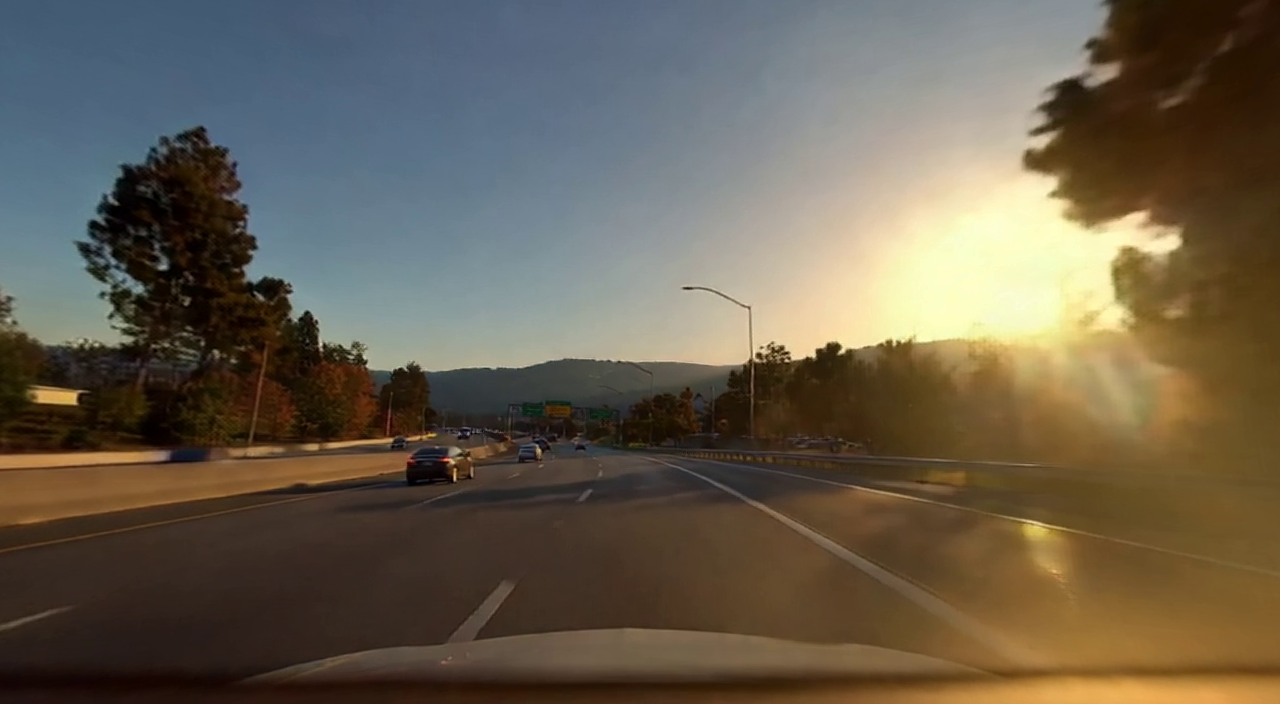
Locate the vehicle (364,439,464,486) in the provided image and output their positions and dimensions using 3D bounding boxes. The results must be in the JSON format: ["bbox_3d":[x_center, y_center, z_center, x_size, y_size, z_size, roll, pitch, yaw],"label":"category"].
[{"bbox_3d":[-7.933,3.898,22.606,2.025,1.494,4.495,0,-8,-2],"label":"vehicle"}]
